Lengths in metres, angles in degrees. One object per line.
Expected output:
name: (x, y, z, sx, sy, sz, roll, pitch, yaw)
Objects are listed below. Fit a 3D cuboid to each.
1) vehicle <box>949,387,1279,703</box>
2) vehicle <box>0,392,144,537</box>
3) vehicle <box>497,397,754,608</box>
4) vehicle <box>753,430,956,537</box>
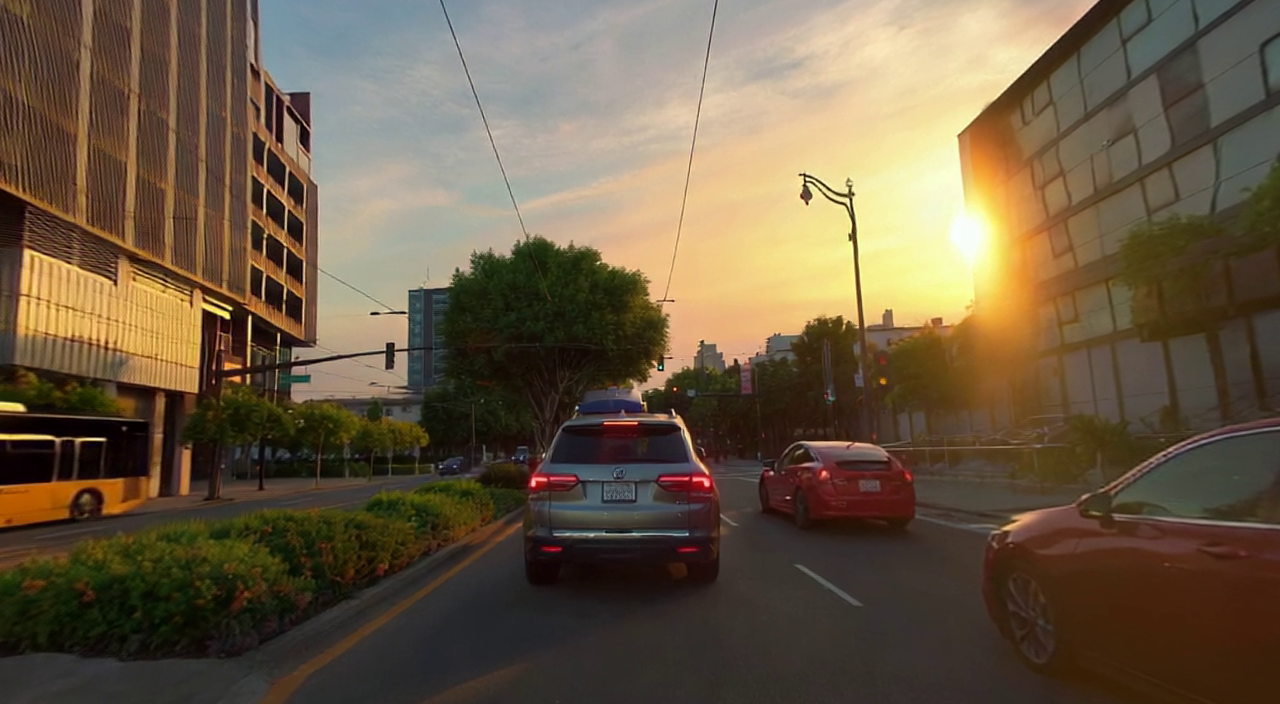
vehicle: (3.139, 0.859, 2.083, 1.993, 1.480, 4.324, 0, -8, -1)
vehicle: (-19.790, 3.173, 17.297, 3.393, 4.045, 11.306, -3, -9, -1)
vehicle: (-0.186, 1.588, 7.583, 2.178, 1.779, 4.255, 0, -8, -2)
vehicle: (3.597, 2.283, 11.610, 2.128, 1.582, 4.188, 0, -8, -2)
